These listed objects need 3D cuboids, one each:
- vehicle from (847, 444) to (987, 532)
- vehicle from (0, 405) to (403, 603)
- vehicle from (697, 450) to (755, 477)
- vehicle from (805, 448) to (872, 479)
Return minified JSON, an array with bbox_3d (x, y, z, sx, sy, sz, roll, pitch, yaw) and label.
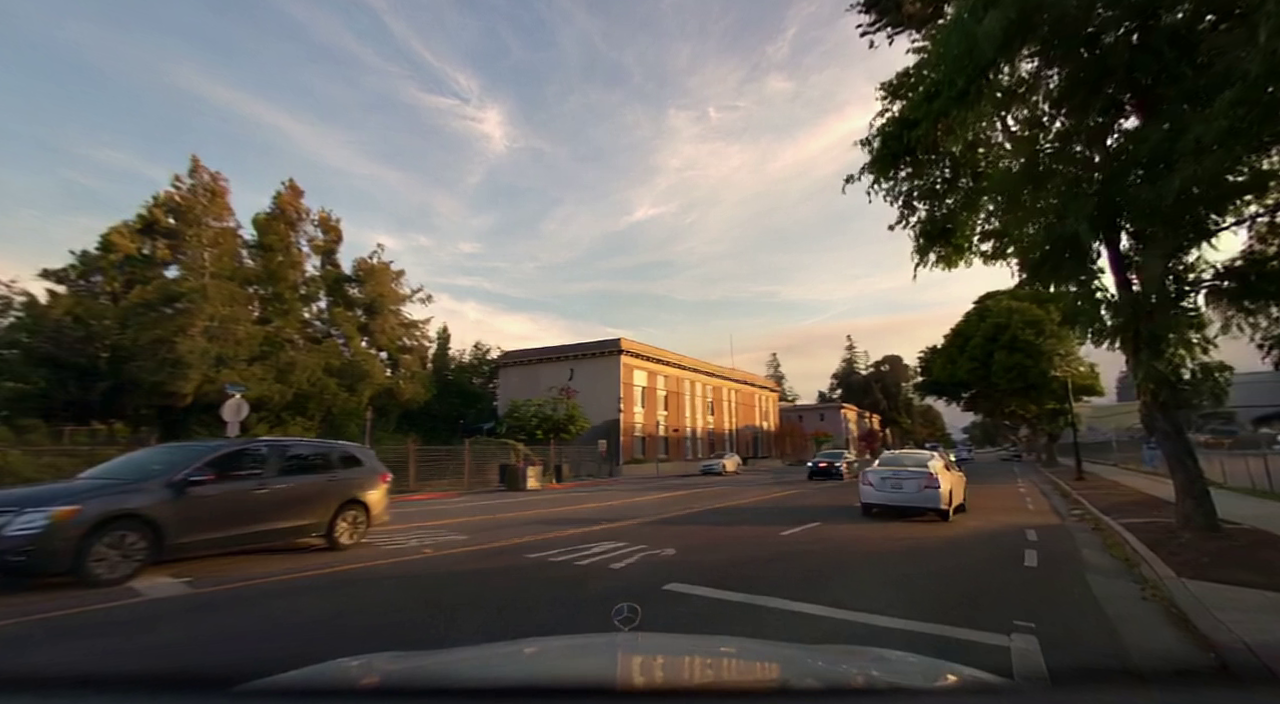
[{"bbox_3d":[5.923,2.681,13.192,2.116,1.479,4.358,-5,-10,30],"label":"vehicle"},{"bbox_3d":[-5.360,1.688,7.492,2.033,1.663,4.388,-8,-13,31],"label":"vehicle"},{"bbox_3d":[5.504,6.983,39.828,1.982,1.445,4.458,-9,-11,29],"label":"vehicle"},{"bbox_3d":[10.450,5.782,33.090,2.170,1.465,4.648,-5,-10,32],"label":"vehicle"}]
